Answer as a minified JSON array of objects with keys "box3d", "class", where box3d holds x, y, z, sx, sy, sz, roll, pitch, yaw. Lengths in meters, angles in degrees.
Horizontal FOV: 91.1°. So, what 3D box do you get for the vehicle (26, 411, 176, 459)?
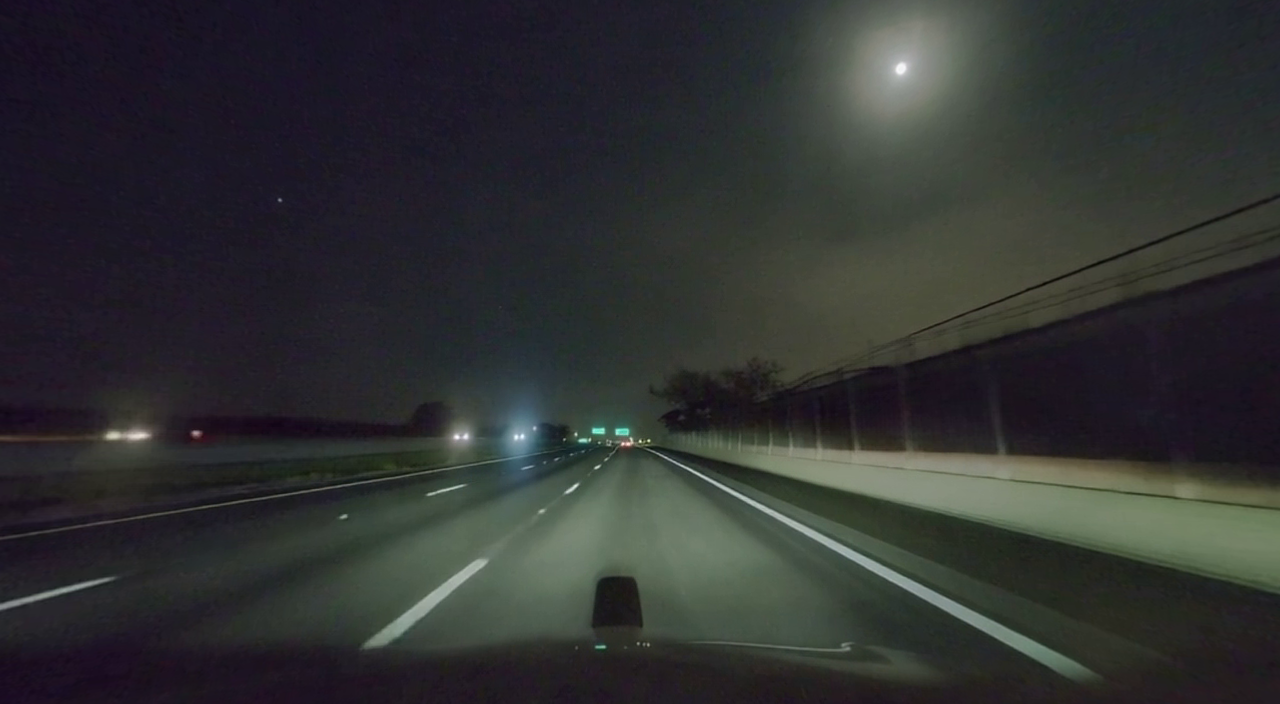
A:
[{"box3d":[-23.329,3.662,27.519,2.145,1.863,5.005,0,-8,-1],"class":"vehicle"}]
